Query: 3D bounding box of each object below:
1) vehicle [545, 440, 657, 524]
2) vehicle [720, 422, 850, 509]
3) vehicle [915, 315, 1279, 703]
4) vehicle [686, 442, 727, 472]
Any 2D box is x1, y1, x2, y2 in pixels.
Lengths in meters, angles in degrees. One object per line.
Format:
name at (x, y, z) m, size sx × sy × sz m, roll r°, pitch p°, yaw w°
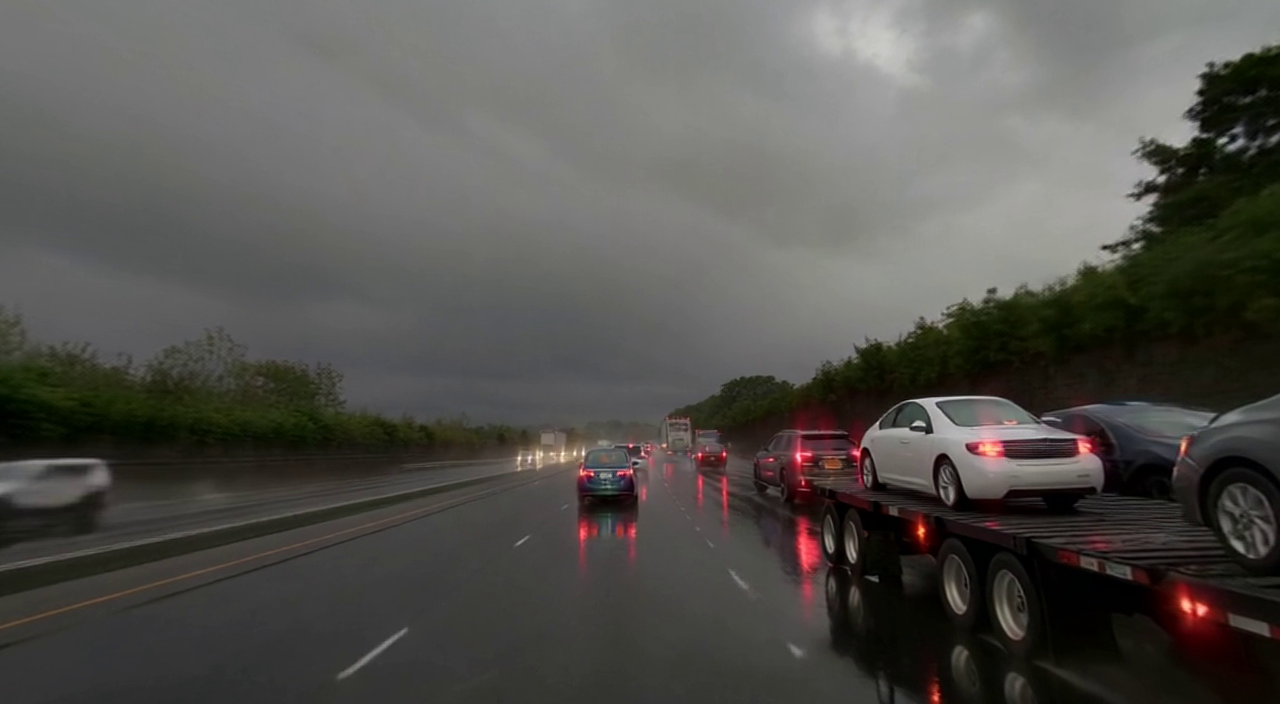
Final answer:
vehicle at (-0.683, 2.618, 13.131) m, size 1.991 × 1.466 × 3.675 m, roll 0°, pitch -9°, yaw 0°
vehicle at (3.425, 2.789, 15.798) m, size 2.303 × 1.889 × 3.920 m, roll 0°, pitch -9°, yaw 0°
vehicle at (3.484, 0.903, 3.410) m, size 1.959 × 1.783 × 4.407 m, roll 0°, pitch -9°, yaw 0°
vehicle at (3.914, 6.254, 37.600) m, size 1.938 × 1.660 × 4.223 m, roll 0°, pitch -9°, yaw -1°
